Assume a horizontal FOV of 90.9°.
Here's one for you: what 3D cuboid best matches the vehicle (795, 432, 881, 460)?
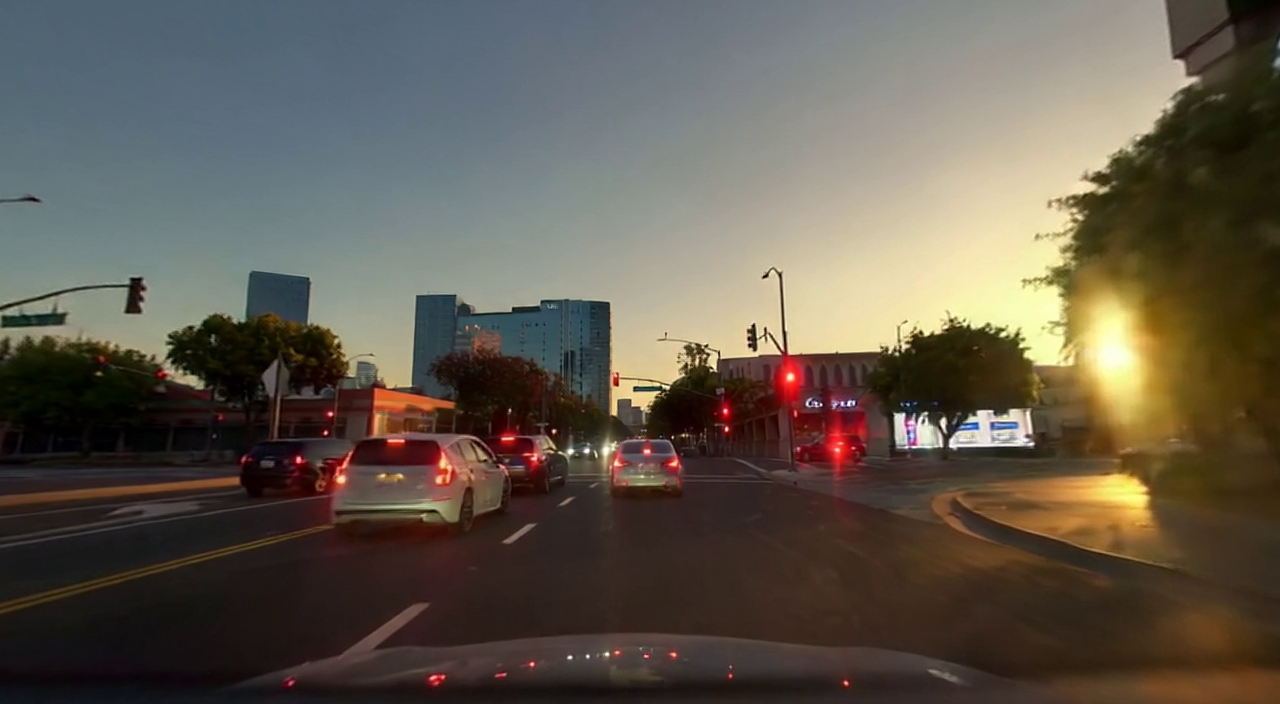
[{"bbox_3d":[13.120,6.268,42.057,5.032,1.762,1.982,0,-8,0],"label":"vehicle"}]

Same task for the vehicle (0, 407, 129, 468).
[{"bbox_3d":[-46.178,6.272,45.747,14.685,4.167,2.923,-1,-8,-5],"label":"vehicle"}]

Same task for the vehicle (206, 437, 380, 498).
[{"bbox_3d":[-9.476,3.170,17.788,2.096,1.474,4.585,-1,-8,4],"label":"vehicle"}]

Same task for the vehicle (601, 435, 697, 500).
[{"bbox_3d":[0.312,2.991,16.813,2.258,1.507,3.896,-1,-8,3],"label":"vehicle"}]

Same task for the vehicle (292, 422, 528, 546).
[{"bbox_3d":[-3.265,1.972,10.087,2.029,1.517,4.375,0,-8,1],"label":"vehicle"}]
